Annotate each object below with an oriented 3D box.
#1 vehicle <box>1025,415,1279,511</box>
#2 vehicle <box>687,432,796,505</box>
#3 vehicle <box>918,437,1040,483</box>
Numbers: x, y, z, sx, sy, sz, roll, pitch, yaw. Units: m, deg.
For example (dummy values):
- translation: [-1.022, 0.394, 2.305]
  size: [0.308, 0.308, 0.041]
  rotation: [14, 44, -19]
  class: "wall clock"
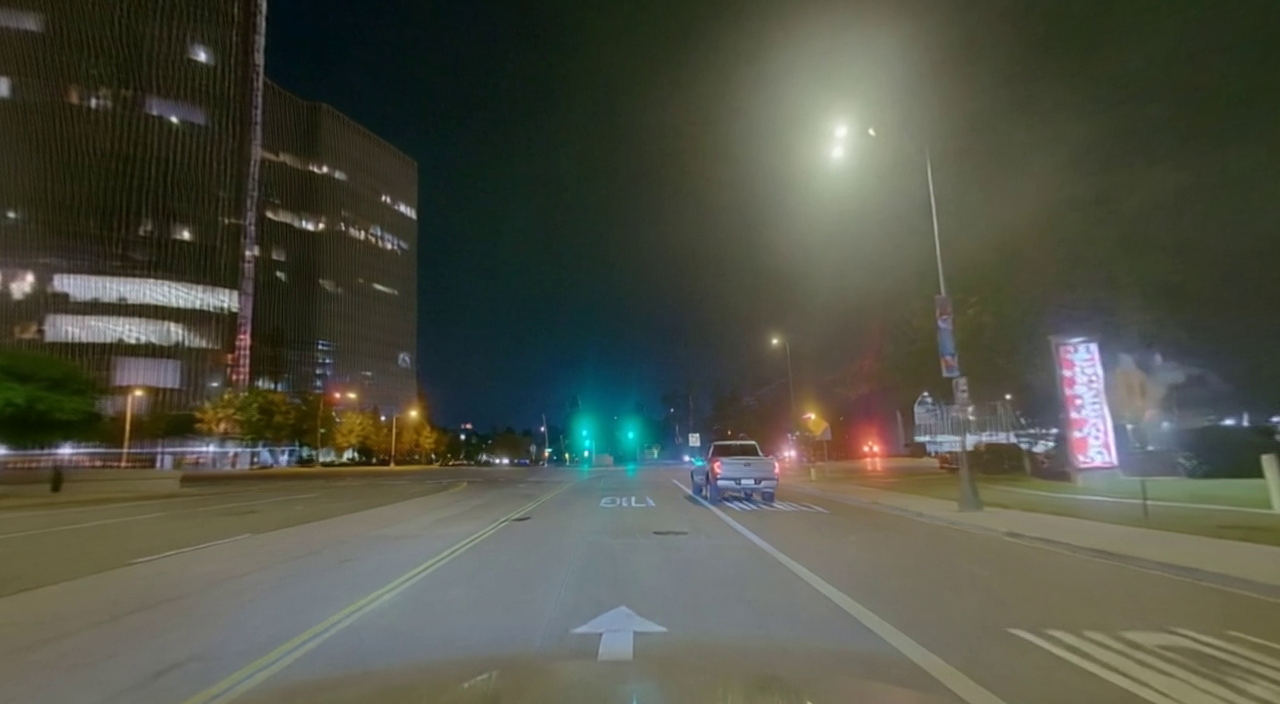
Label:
- translation: [15.649, 3.249, 18.015]
  size: [7.551, 2.142, 2.896]
  rotation: [4, -10, -2]
  class: "vehicle"
- translation: [2.935, 3.541, 19.775]
  size: [2.402, 1.922, 5.677]
  rotation: [0, -8, -1]
  class: "vehicle"
- translation: [16.816, 5.359, 31.590]
  size: [4.765, 1.678, 2.228]
  rotation: [-5, -3, 6]
  class: "vehicle"
